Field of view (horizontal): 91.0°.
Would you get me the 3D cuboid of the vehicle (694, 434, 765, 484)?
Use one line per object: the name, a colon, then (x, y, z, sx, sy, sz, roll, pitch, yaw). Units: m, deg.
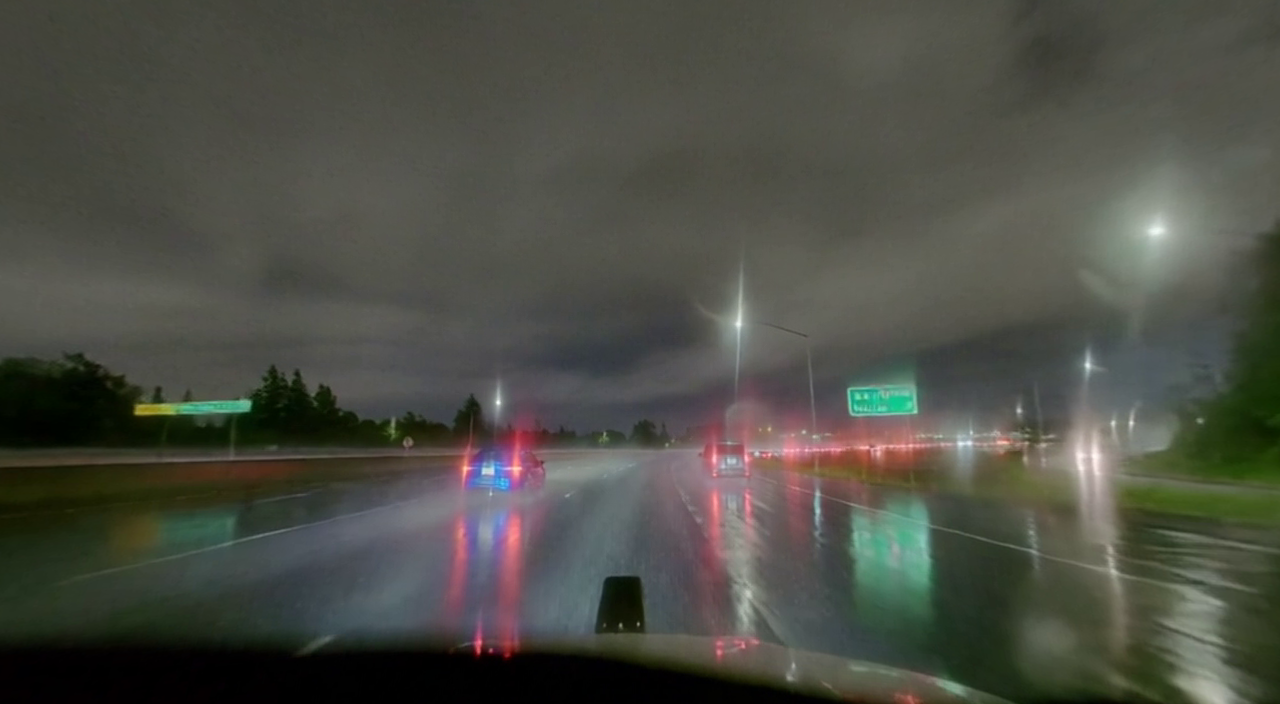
vehicle: (3.524, 4.313, 25.681, 2.225, 1.833, 4.340, 0, -9, 0)

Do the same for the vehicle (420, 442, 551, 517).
vehicle: (-3.457, 2.924, 15.012, 1.937, 1.490, 4.372, 0, -9, 1)
